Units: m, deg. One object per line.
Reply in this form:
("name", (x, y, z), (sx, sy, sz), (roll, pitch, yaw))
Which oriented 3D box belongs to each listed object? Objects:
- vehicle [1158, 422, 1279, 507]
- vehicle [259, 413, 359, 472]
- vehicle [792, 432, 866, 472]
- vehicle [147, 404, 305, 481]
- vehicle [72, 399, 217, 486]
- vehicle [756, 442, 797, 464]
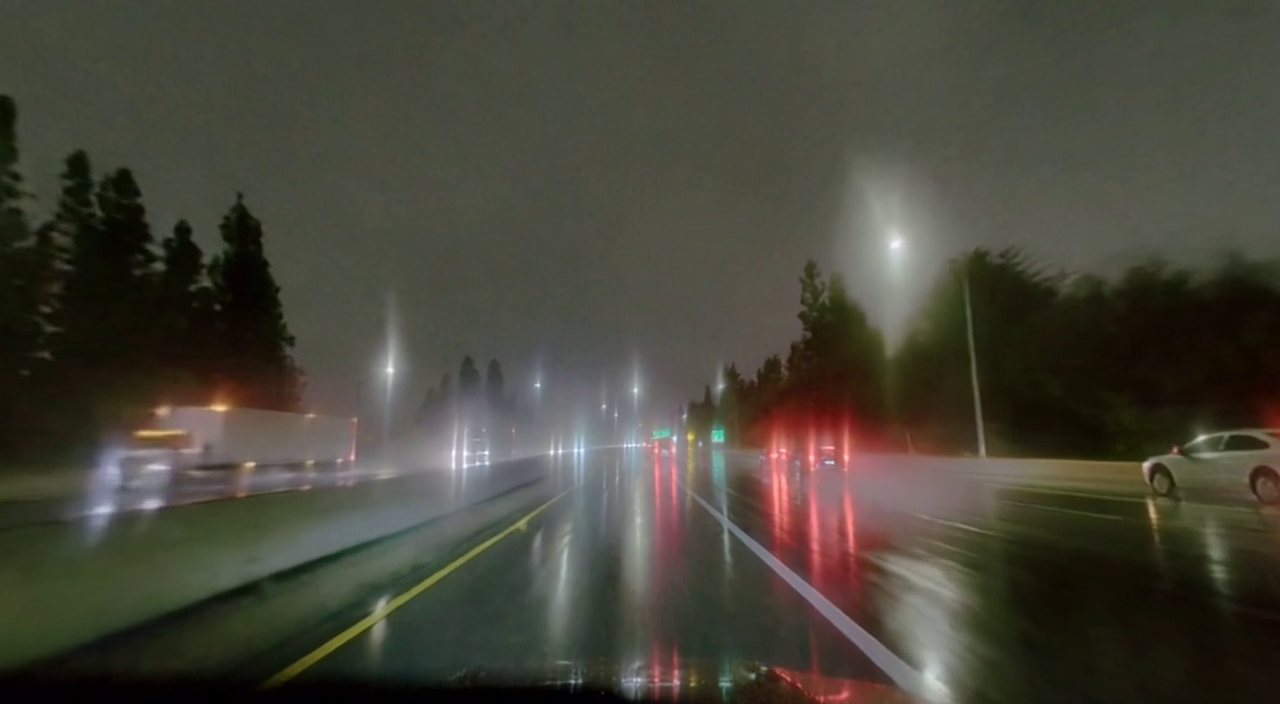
("vehicle", (13.922, 2.372, 13.460), (1.957, 1.709, 4.387), (0, -8, -1))
("vehicle", (-24.800, 6.870, 48.022), (2.858, 4.053, 8.915), (0, -8, -1))
("vehicle", (9.252, 4.967, 31.404), (2.098, 1.820, 4.505), (0, -8, -3))
("vehicle", (-24.590, 5.518, 38.490), (3.329, 4.056, 9.372), (0, -8, -1))
("vehicle", (-24.381, 4.501, 31.444), (3.265, 3.955, 4.517), (0, -8, -1))
("vehicle", (10.049, 7.459, 46.798), (1.931, 1.479, 4.183), (0, -8, -2))
